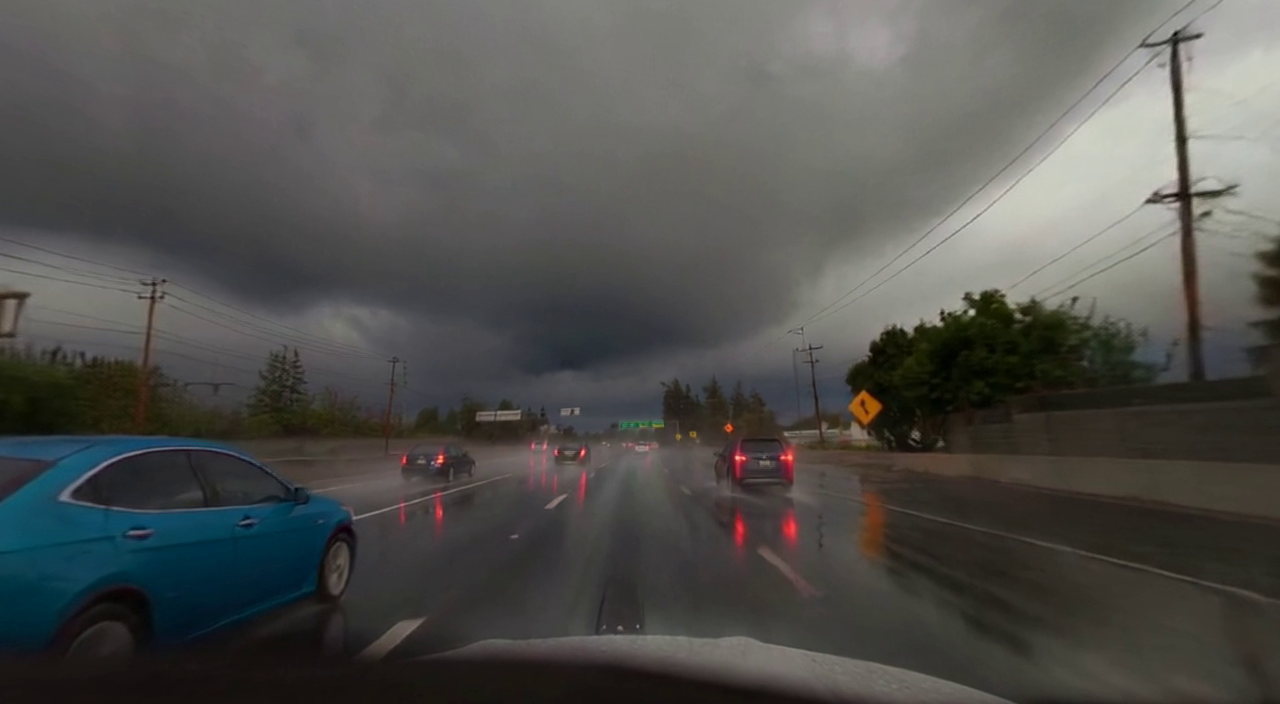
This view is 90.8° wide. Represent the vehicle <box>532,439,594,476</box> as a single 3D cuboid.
[{"bbox_3d":[-3.252,4.565,27.584,2.066,1.488,4.377,0,-8,1],"label":"vehicle"}]

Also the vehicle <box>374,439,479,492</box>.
[{"bbox_3d":[-6.645,3.548,20.168,1.903,1.482,4.180,0,-8,0],"label":"vehicle"}]

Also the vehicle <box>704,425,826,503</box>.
[{"bbox_3d":[2.940,2.757,15.996,2.100,1.659,4.387,0,-8,-1],"label":"vehicle"}]

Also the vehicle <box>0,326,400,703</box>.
[{"bbox_3d":[-3.258,0.990,3.602,2.104,1.707,4.338,0,-8,-1],"label":"vehicle"}]
